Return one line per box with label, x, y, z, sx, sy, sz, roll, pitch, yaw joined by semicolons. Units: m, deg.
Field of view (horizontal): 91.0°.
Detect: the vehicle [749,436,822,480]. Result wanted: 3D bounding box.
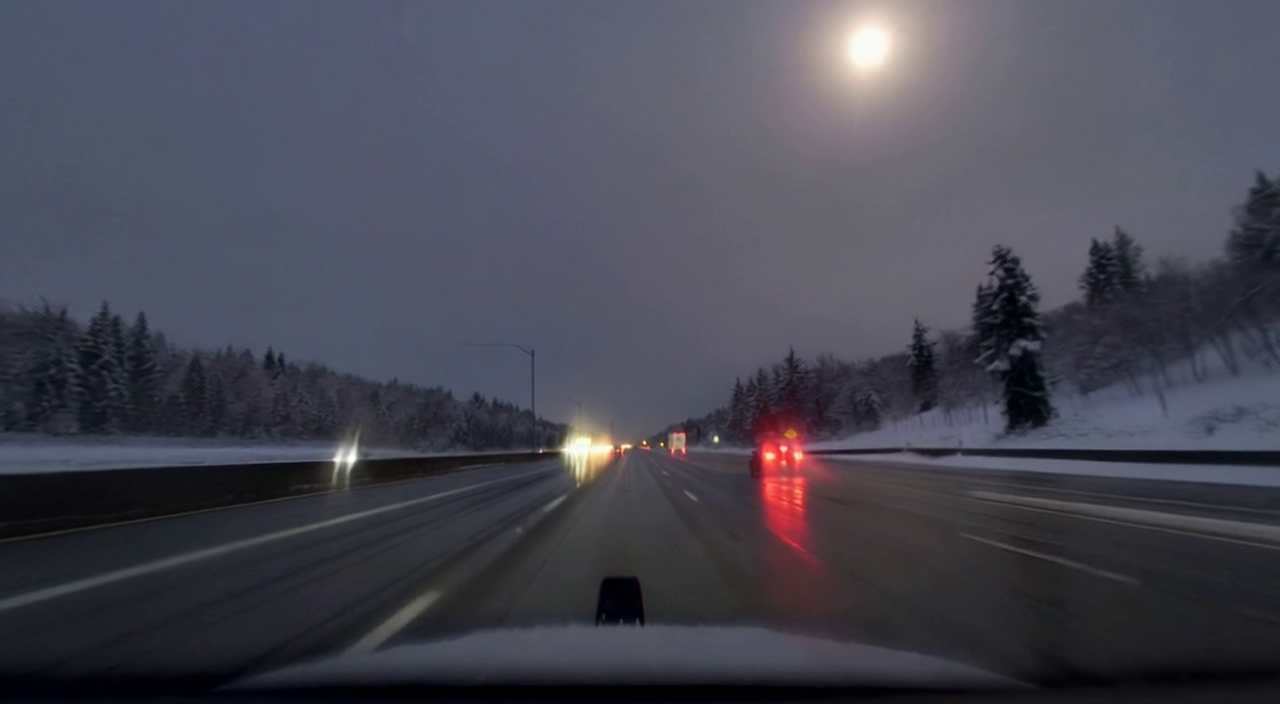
vehicle;6.311;4.641;27.892;2.096;1.767;4.601;0;-9;0
